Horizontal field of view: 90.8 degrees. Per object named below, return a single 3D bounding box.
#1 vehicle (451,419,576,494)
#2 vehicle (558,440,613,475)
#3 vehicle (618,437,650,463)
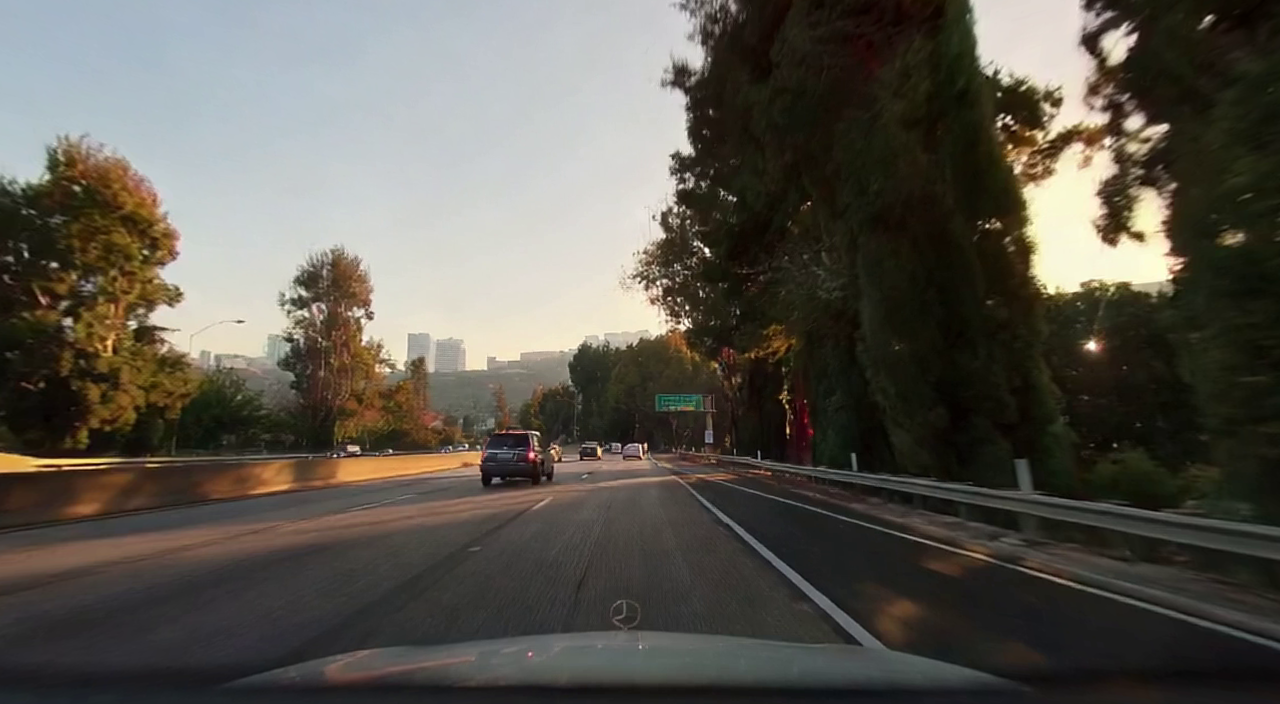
[{"bbox_3d":[-3.627,3.175,19.418,2.497,1.957,5.432,0,-9,3],"label":"vehicle"},{"bbox_3d":[-2.531,5.058,30.577,2.068,1.539,4.720,0,-9,3],"label":"vehicle"},{"bbox_3d":[-0.456,7.421,48.124,2.306,1.857,4.657,0,-9,0],"label":"vehicle"}]
